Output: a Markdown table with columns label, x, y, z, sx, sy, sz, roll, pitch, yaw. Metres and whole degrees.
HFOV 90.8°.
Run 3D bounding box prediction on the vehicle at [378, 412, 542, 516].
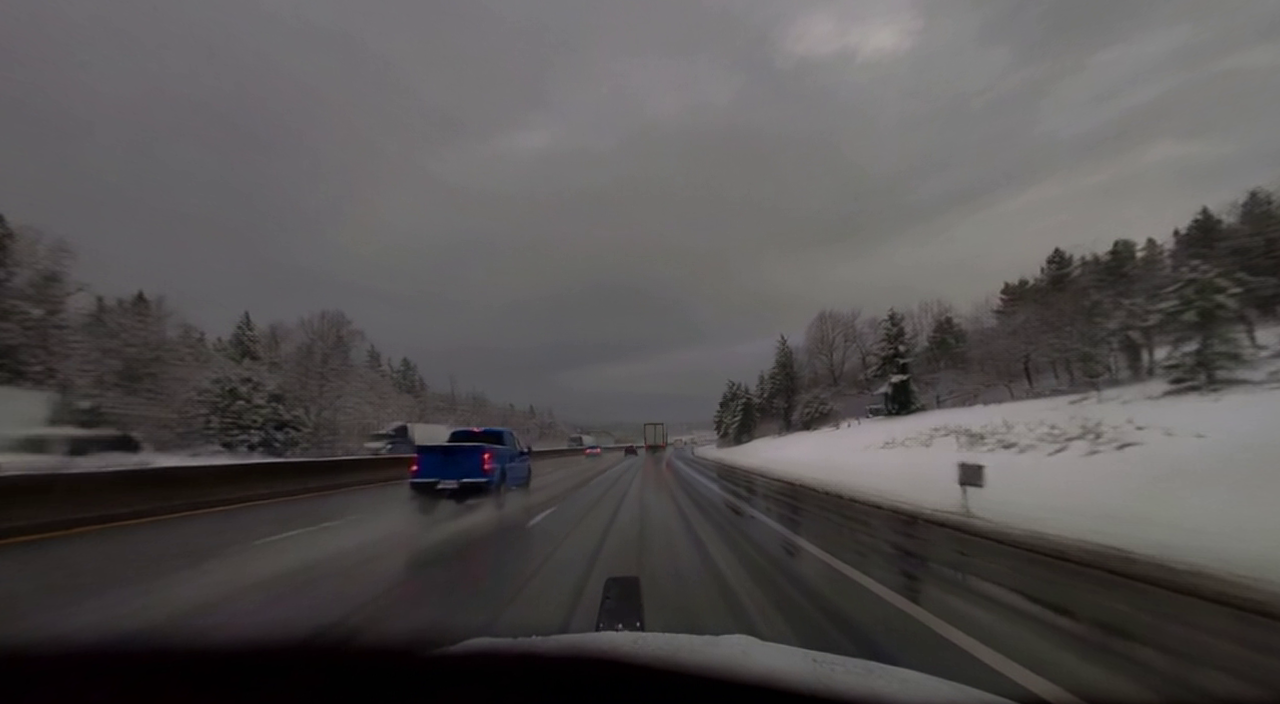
| label | x | y | z | sx | sy | sz | roll | pitch | yaw |
| --- | --- | --- | --- | --- | --- | --- | --- | --- | --- |
| vehicle | -3.846 | 2.538 | 14.706 | 2.216 | 1.949 | 5.237 | 0 | -9 | 1 |

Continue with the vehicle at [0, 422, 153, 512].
| label | x | y | z | sx | sy | sz | roll | pitch | yaw |
| --- | --- | --- | --- | --- | --- | --- | --- | --- | --- |
| vehicle | -18.862 | 3.571 | 19.915 | 2.295 | 2.456 | 5.687 | 0 | -9 | 1 |
